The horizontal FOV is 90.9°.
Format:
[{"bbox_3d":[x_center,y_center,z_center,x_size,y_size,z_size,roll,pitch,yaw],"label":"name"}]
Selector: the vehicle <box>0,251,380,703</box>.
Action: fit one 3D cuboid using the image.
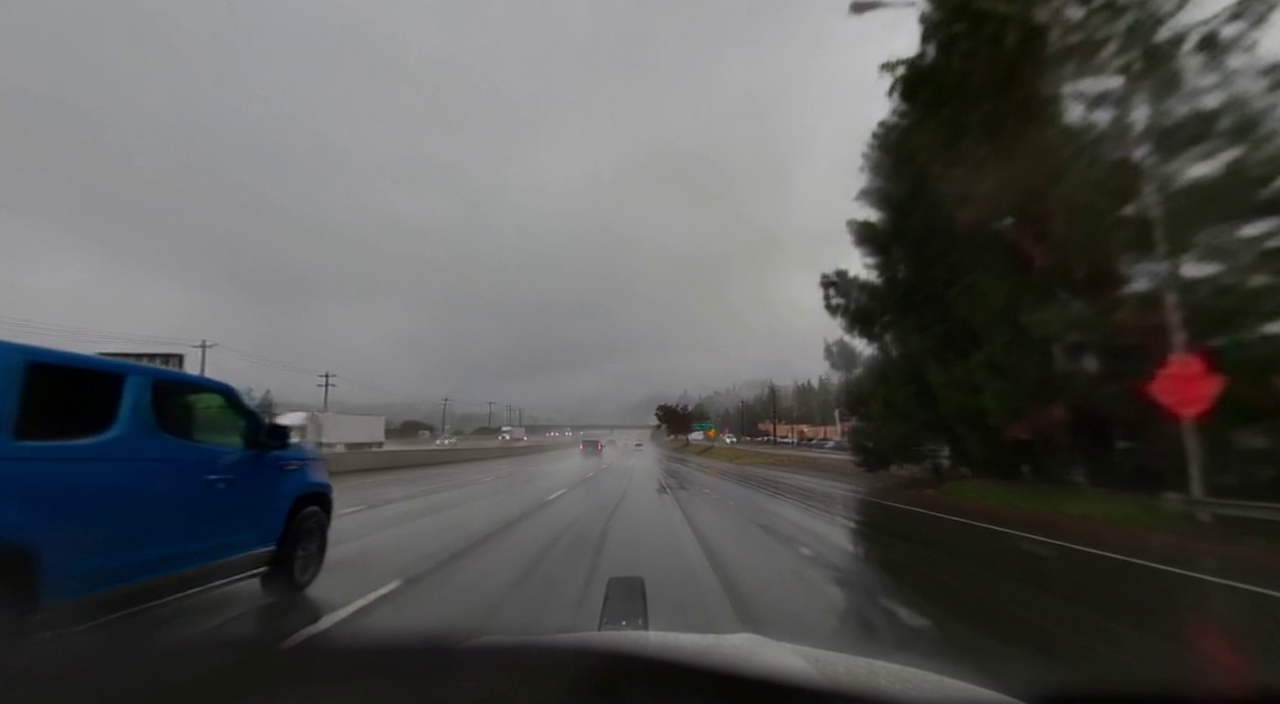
[{"bbox_3d":[-3.977,0.800,3.652,2.352,2.209,5.802,0,-8,1],"label":"vehicle"}]
